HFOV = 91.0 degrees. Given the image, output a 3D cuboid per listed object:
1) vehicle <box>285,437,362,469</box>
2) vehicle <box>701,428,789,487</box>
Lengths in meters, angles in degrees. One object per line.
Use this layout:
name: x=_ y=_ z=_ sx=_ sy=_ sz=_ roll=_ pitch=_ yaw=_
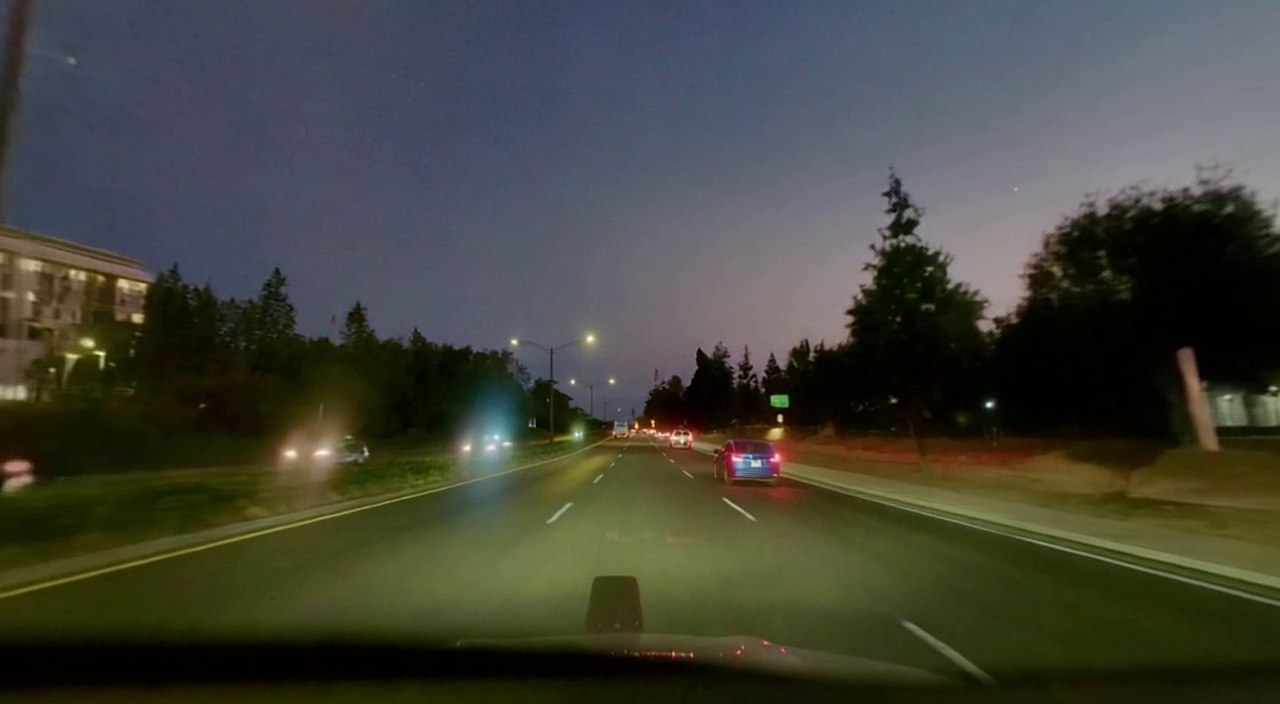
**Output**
vehicle: x=-19.120 y=6.109 z=38.357 sx=2.056 sy=1.793 sz=4.976 roll=0 pitch=-9 yaw=0
vehicle: x=3.317 y=3.467 z=20.912 sx=2.110 sy=1.712 sz=4.489 roll=0 pitch=-9 yaw=-1
